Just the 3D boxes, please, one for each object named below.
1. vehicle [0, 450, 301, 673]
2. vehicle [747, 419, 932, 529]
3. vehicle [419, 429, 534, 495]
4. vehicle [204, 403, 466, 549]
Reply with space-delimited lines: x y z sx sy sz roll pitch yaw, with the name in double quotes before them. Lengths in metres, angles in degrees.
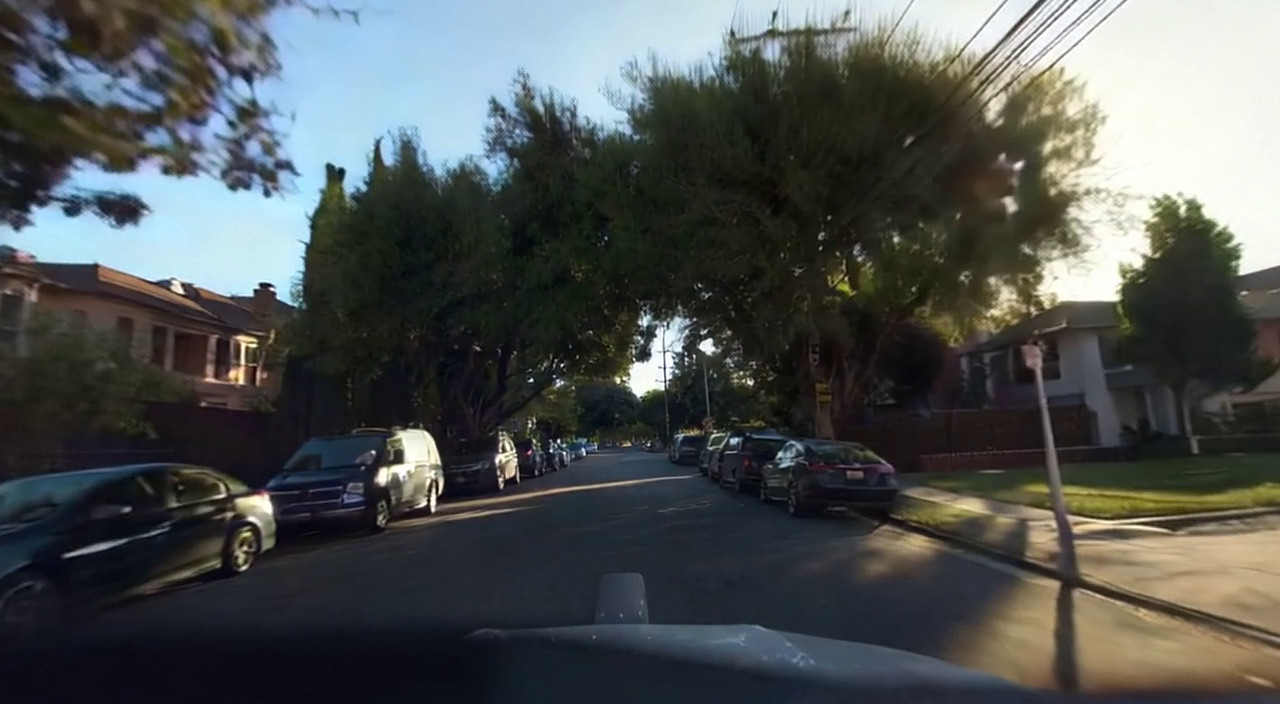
"vehicle" -5.269 1.650 5.756 1.858 1.456 4.587 0 -8 -1
"vehicle" 3.522 2.257 12.284 1.994 1.710 4.699 0 -8 -1
"vehicle" -5.279 3.655 21.430 2.683 1.923 5.421 0 -8 -3
"vehicle" -5.229 2.217 12.051 2.390 2.123 5.371 0 -8 -1
